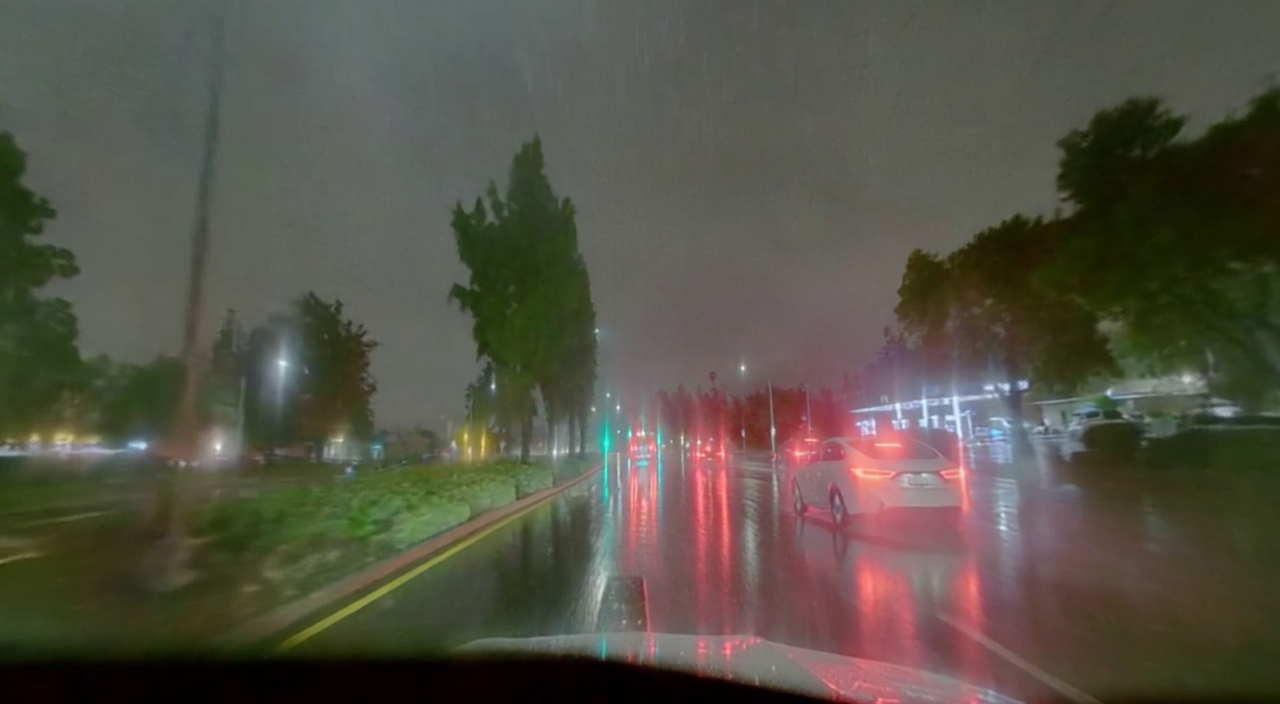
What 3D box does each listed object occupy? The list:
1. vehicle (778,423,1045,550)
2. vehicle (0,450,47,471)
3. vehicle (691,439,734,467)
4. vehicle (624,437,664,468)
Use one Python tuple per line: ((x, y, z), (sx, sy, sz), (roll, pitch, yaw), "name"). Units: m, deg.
((3.804, 1.981, 10.000), (2.119, 1.509, 4.756), (0, -9, 0), "vehicle")
((-46.461, 7.903, 45.822), (4.234, 1.475, 1.929), (0, -9, 0), "vehicle")
((4.195, 5.926, 36.960), (1.980, 1.515, 4.362), (0, -9, -1), "vehicle")
((0.238, 5.877, 36.812), (2.172, 1.694, 4.055), (0, -9, 0), "vehicle")
